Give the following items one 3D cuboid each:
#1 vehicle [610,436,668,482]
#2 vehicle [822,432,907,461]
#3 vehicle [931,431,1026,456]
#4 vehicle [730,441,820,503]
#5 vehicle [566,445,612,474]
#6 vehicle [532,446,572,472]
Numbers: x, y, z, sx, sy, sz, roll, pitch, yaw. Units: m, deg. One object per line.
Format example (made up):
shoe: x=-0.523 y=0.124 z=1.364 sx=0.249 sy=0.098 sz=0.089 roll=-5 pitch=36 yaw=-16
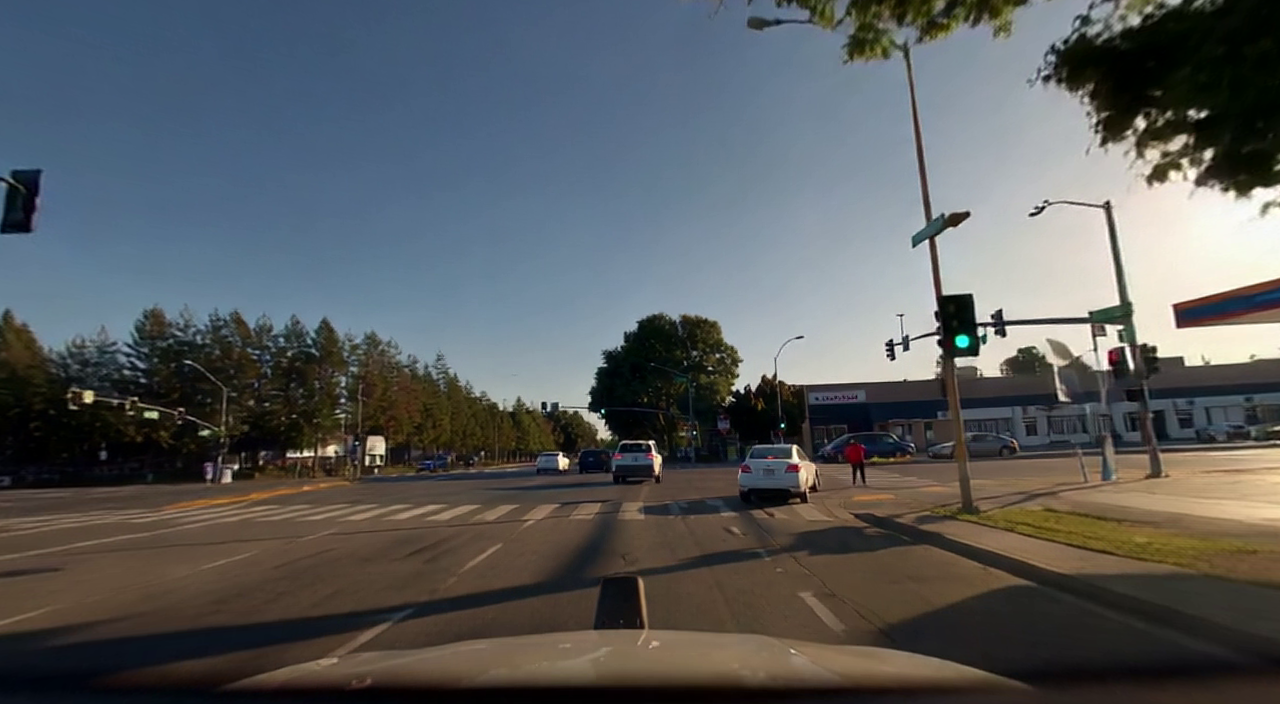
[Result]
vehicle: x=0.002 y=4.439 z=26.433 sx=2.210 sy=1.722 sz=4.215 roll=0 pitch=-9 yaw=1
vehicle: x=13.746 y=5.807 z=38.908 sx=4.524 sy=1.681 sz=1.823 roll=0 pitch=-9 yaw=-1
vehicle: x=20.625 y=5.603 z=38.630 sx=4.700 sy=1.417 sz=1.789 roll=-1 pitch=-9 yaw=2
vehicle: x=3.846 y=3.229 z=17.467 sx=1.976 sy=1.462 sz=4.342 roll=-3 pitch=-9 yaw=17
vehicle: x=-2.751 y=5.905 z=34.868 sx=2.003 sy=1.492 sz=4.291 roll=-1 pitch=-9 yaw=3
vehicle: x=-6.042 y=7.371 z=43.917 sx=2.018 sy=1.692 sz=4.226 roll=-1 pitch=-9 yaw=2
